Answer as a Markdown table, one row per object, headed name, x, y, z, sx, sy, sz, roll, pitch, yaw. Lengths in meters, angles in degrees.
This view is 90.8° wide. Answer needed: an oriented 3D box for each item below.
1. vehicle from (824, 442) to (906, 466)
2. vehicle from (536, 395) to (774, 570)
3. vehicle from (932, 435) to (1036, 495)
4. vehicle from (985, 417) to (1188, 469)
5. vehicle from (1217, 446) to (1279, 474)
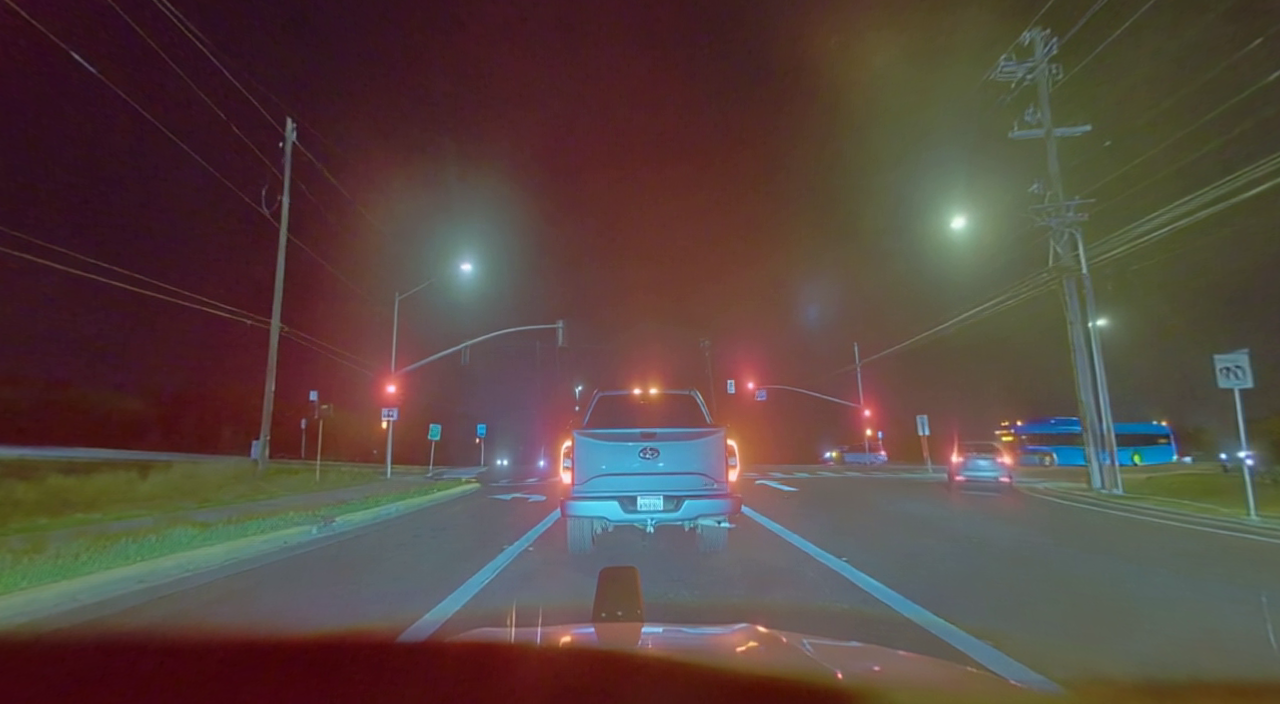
| name | x | y | z | sx | sy | sz | roll | pitch | yaw |
| --- | --- | --- | --- | --- | --- | --- | --- | --- | --- |
| vehicle | 14.621 | 6.653 | 41.281 | 4.578 | 1.490 | 1.935 | -1 | -8 | 2 |
| vehicle | 0.128 | 1.888 | 10.026 | 2.707 | 1.964 | 5.485 | 0 | -8 | -1 |
| vehicle | 9.790 | 3.201 | 18.346 | 2.060 | 1.496 | 4.520 | -4 | -9 | 22 |
| vehicle | 28.902 | 5.953 | 41.292 | 10.726 | 3.128 | 3.003 | -1 | -8 | 1 |
| vehicle | 41.397 | 7.018 | 41.261 | 5.426 | 1.728 | 1.999 | 0 | -8 | -2 |
